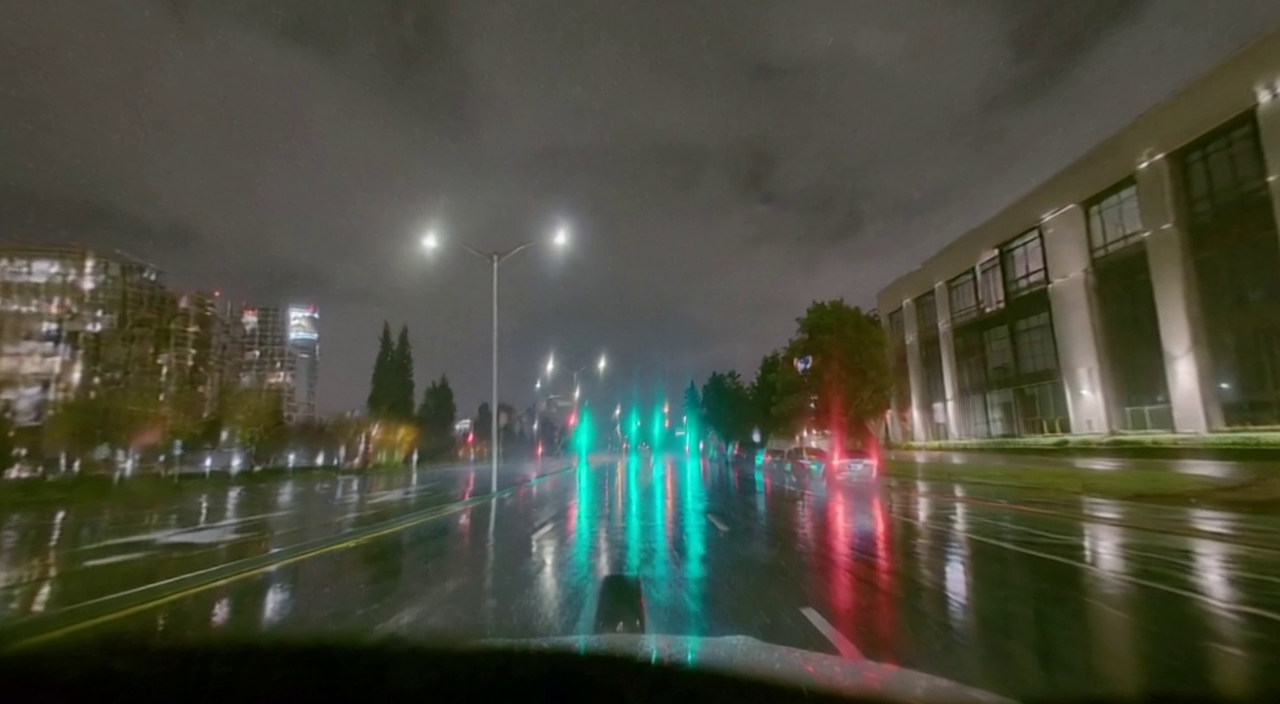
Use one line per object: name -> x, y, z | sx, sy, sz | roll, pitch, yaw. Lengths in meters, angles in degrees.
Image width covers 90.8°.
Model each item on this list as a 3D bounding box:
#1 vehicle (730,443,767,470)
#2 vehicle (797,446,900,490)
vehicle -> 7.662, 7.390, 44.934 | 1.939, 1.761, 4.711 | 0, -8, 1
vehicle -> 7.534, 4.225, 23.444 | 2.066, 1.451, 4.783 | 0, -8, -2
